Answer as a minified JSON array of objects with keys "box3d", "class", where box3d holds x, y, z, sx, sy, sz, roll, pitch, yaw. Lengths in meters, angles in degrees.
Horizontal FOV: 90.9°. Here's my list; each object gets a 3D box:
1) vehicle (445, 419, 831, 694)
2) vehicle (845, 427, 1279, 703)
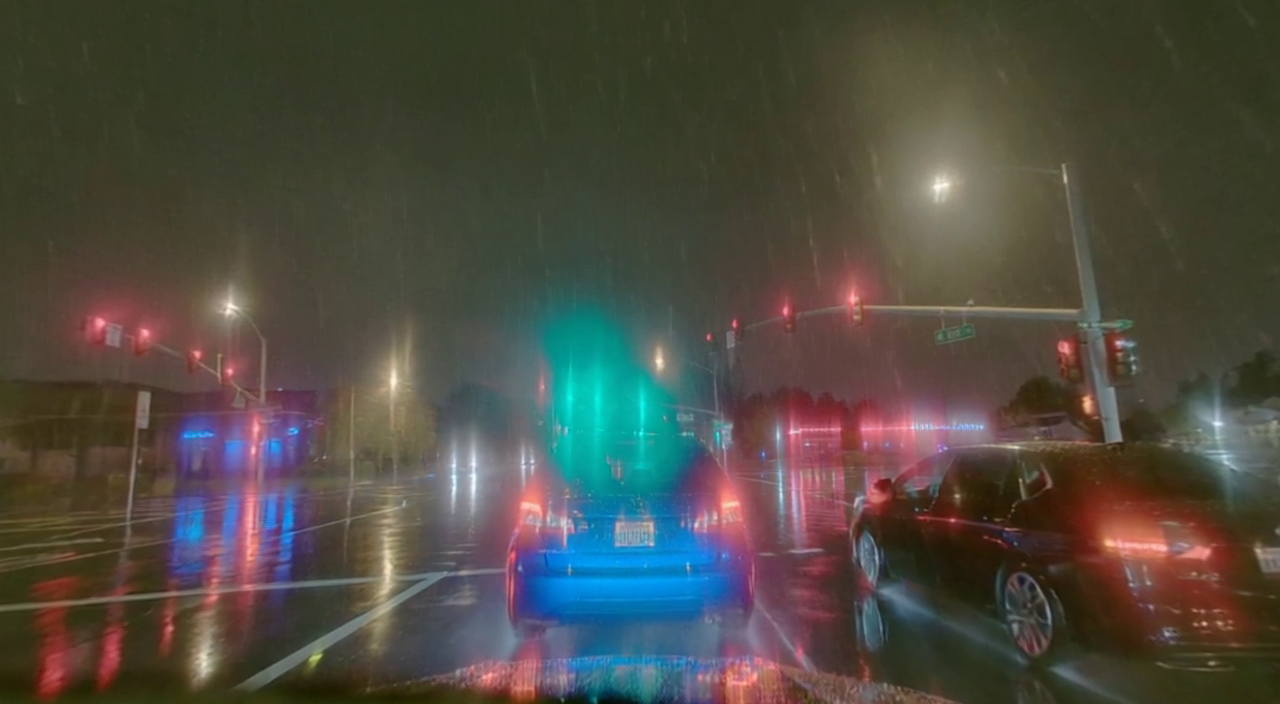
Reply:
[{"box3d":[-0.054,1.416,5.547,2.094,1.481,4.078,0,-8,-1],"class":"vehicle"},{"box3d":[3.355,1.397,5.184,1.860,1.430,4.089,0,-8,-1],"class":"vehicle"}]
